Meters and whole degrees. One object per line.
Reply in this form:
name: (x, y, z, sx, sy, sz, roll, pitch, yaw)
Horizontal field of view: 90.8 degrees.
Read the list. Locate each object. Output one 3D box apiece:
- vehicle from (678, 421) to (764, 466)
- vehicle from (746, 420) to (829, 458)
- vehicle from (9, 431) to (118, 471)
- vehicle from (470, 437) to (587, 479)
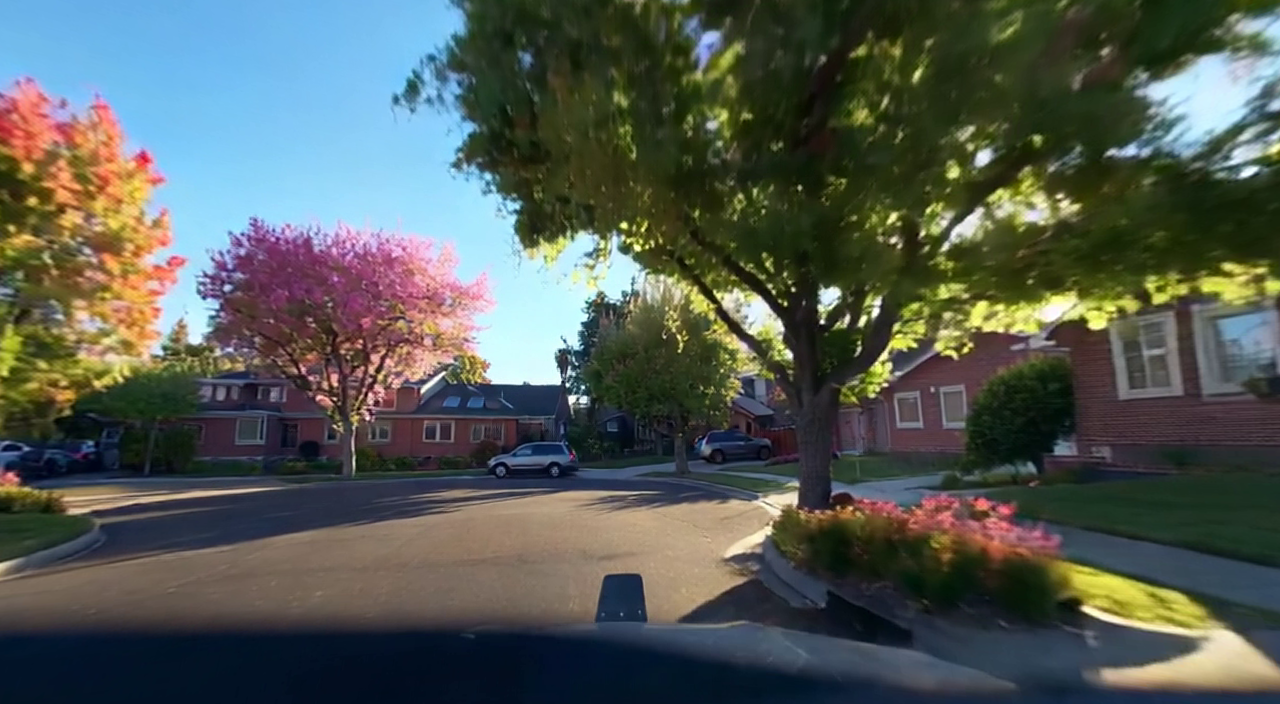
vehicle: (4.207, 4.619, 32.405, 2.310, 1.701, 4.280, -3, -1, 41)
vehicle: (7.539, 4.467, 32.007, 2.152, 1.773, 4.495, -8, -12, 41)
vehicle: (-27.148, 4.655, 29.755, 4.237, 1.728, 2.203, -4, -10, 26)
vehicle: (-5.063, 4.864, 29.040, 4.815, 1.827, 2.147, -1, -9, 9)
